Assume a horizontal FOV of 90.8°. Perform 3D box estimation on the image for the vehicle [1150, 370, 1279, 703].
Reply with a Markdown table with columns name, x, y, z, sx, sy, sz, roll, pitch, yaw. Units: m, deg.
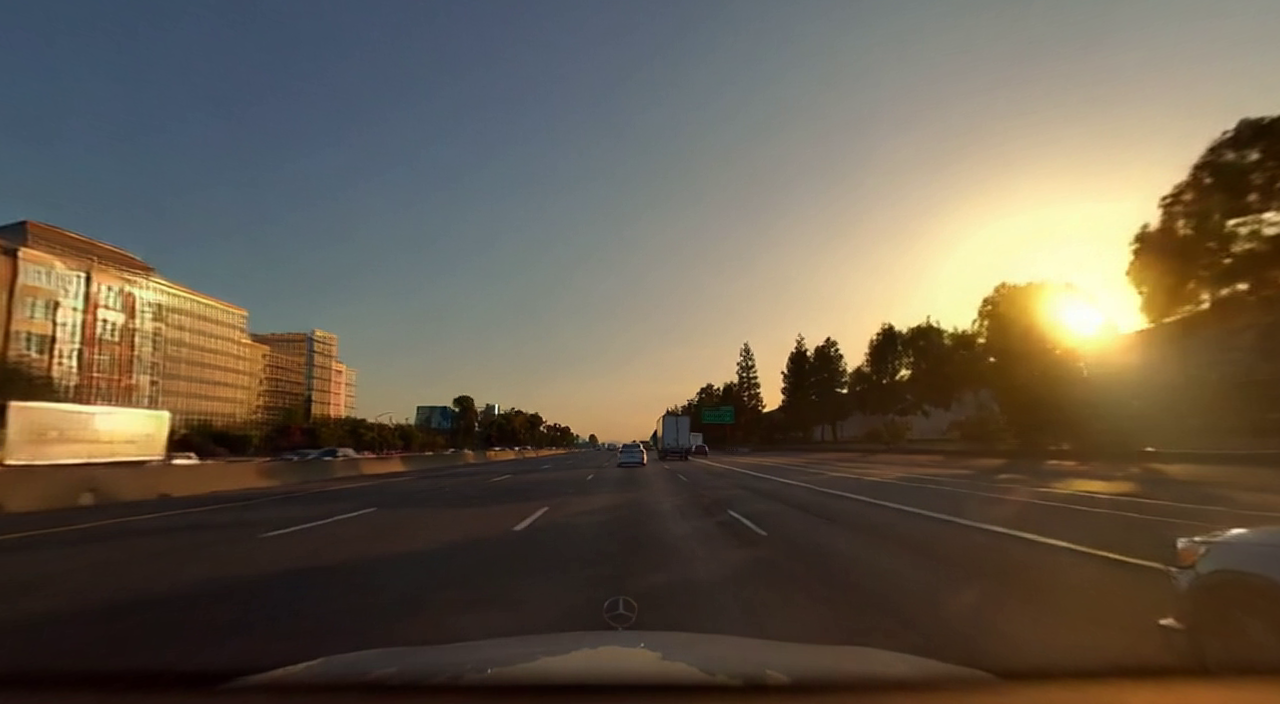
| name | x | y | z | sx | sy | sz | roll | pitch | yaw |
| --- | --- | --- | --- | --- | --- | --- | --- | --- | --- |
| vehicle | 3.527 | 0.635 | 0.894 | 1.950 | 1.596 | 4.326 | 0 | -8 | 0 |

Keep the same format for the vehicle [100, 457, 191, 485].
| name | x | y | z | sx | sy | sz | roll | pitch | yaw |
| --- | --- | --- | --- | --- | --- | --- | --- | --- | --- |
| vehicle | -29.677 | 7.147 | 38.110 | 1.790 | 1.448 | 4.697 | 0 | -8 | -1 |

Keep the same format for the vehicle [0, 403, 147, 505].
| name | x | y | z | sx | sy | sz | roll | pitch | yaw |
| --- | --- | --- | --- | --- | --- | --- | --- | --- | --- |
| vehicle | -17.887 | 2.887 | 18.002 | 2.255 | 2.648 | 6.640 | 0 | -8 | 0 |

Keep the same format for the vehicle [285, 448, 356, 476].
| name | x | y | z | sx | sy | sz | roll | pitch | yaw |
| --- | --- | --- | --- | --- | --- | --- | --- | --- | --- |
| vehicle | -18.822 | 6.448 | 37.450 | 1.889 | 1.525 | 4.375 | 0 | -8 | 0 |

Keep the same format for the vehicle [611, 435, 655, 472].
| name | x | y | z | sx | sy | sz | roll | pitch | yaw |
| --- | --- | --- | --- | --- | --- | --- | --- | --- | --- |
| vehicle | -0.416 | 5.688 | 35.685 | 2.297 | 1.912 | 4.355 | 0 | -8 | -1 |
